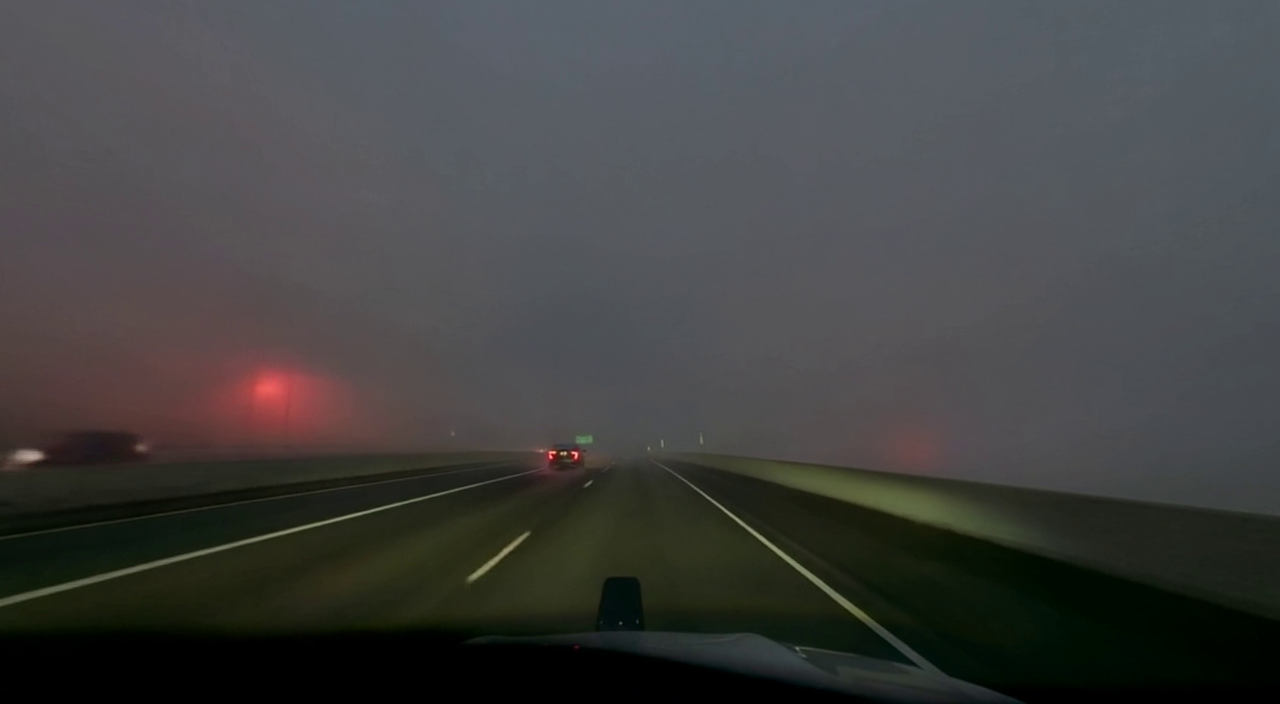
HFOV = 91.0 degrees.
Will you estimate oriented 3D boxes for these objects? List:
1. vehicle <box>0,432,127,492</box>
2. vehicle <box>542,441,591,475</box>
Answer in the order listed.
[{"bbox_3d":[-17.664,3.119,18.121,1.935,1.531,4.440,1,-9,1],"label":"vehicle"},{"bbox_3d":[-3.952,5.823,34.749,2.133,1.683,4.340,1,-9,0],"label":"vehicle"}]
